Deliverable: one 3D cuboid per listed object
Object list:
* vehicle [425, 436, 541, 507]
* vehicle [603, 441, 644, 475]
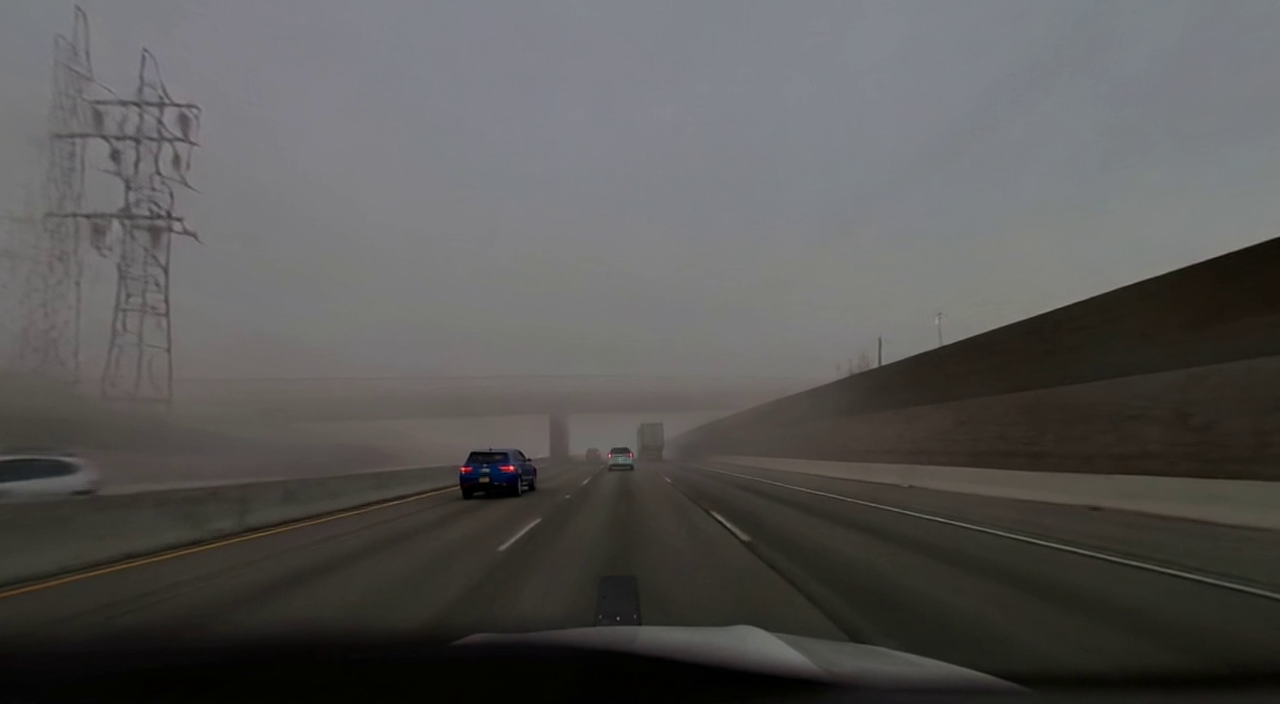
[{"bbox_3d":[-3.835,2.997,16.099,1.987,1.548,3.981,0,-9,-1],"label":"vehicle"},{"bbox_3d":[-0.835,5.479,32.544,2.004,1.615,4.113,0,-9,-1],"label":"vehicle"}]
